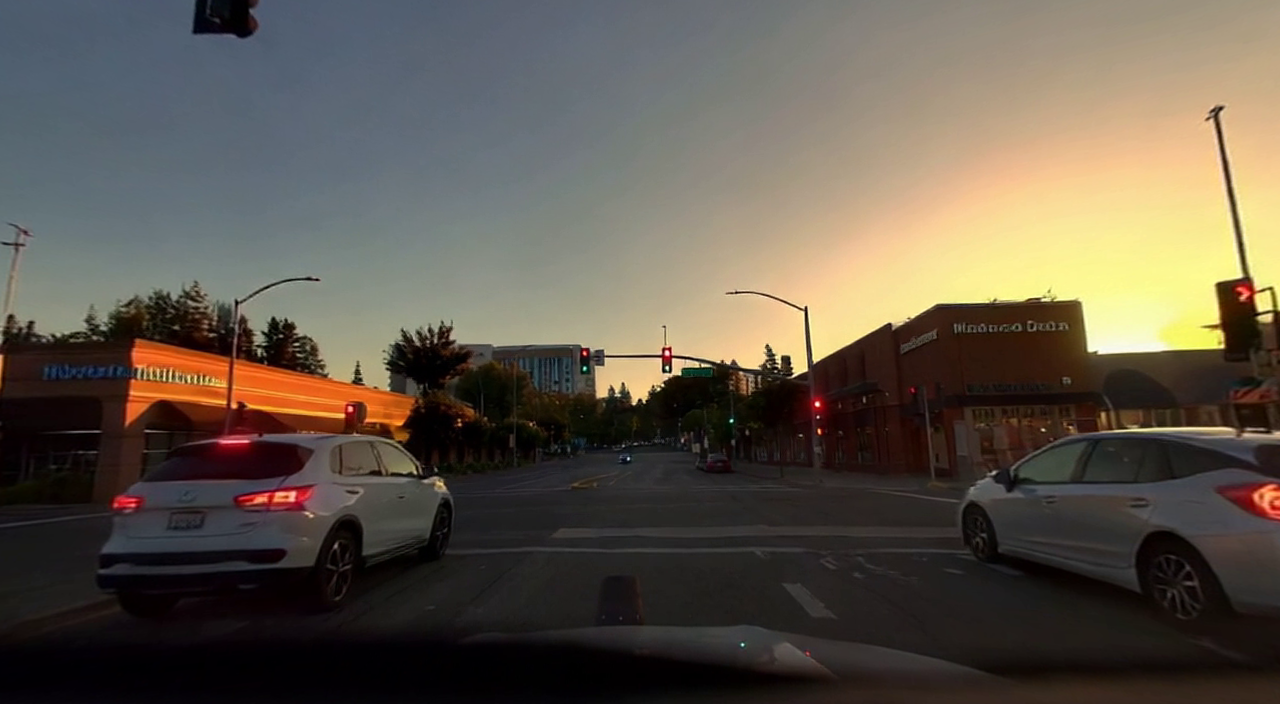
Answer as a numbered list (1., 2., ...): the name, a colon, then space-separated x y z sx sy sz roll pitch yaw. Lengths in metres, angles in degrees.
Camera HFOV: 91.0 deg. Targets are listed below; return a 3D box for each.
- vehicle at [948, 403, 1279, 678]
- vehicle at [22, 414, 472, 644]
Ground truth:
1. vehicle: 4.937 1.433 5.692 2.039 1.655 4.495 0 -9 1
2. vehicle: -3.404 1.587 6.705 1.947 1.627 4.248 0 -9 1
